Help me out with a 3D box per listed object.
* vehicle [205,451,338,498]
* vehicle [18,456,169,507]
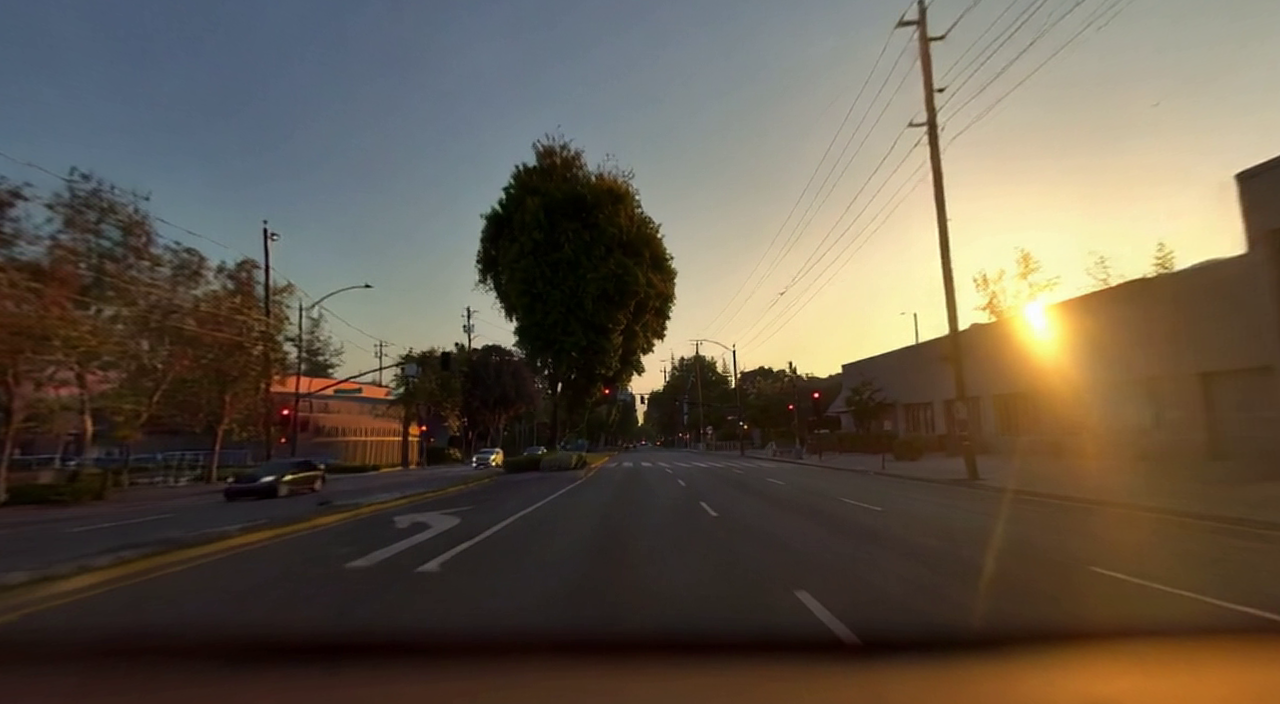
[{"bbox_3d":[-12.894,4.286,22.499,2.034,1.447,4.484,0,-9,0],"label":"vehicle"},{"bbox_3d":[-19.591,4.612,22.933,1.851,1.584,4.035,0,-9,0],"label":"vehicle"}]
